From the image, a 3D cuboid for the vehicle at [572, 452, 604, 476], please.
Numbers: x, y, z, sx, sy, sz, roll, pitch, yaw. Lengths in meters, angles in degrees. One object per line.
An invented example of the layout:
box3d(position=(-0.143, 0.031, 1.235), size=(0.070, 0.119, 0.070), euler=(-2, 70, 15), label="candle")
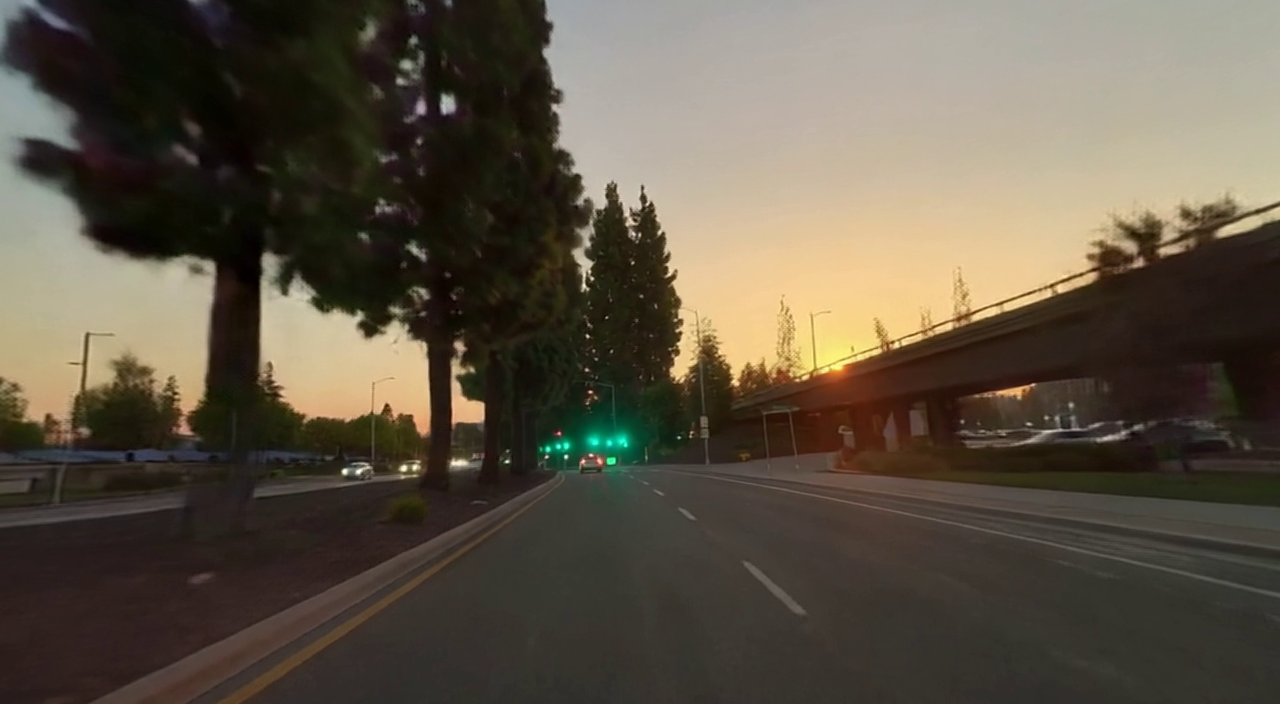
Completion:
box3d(position=(-4.092, 8.655, 49.150), size=(2.184, 1.713, 4.231), euler=(1, -9, -9), label="vehicle")
